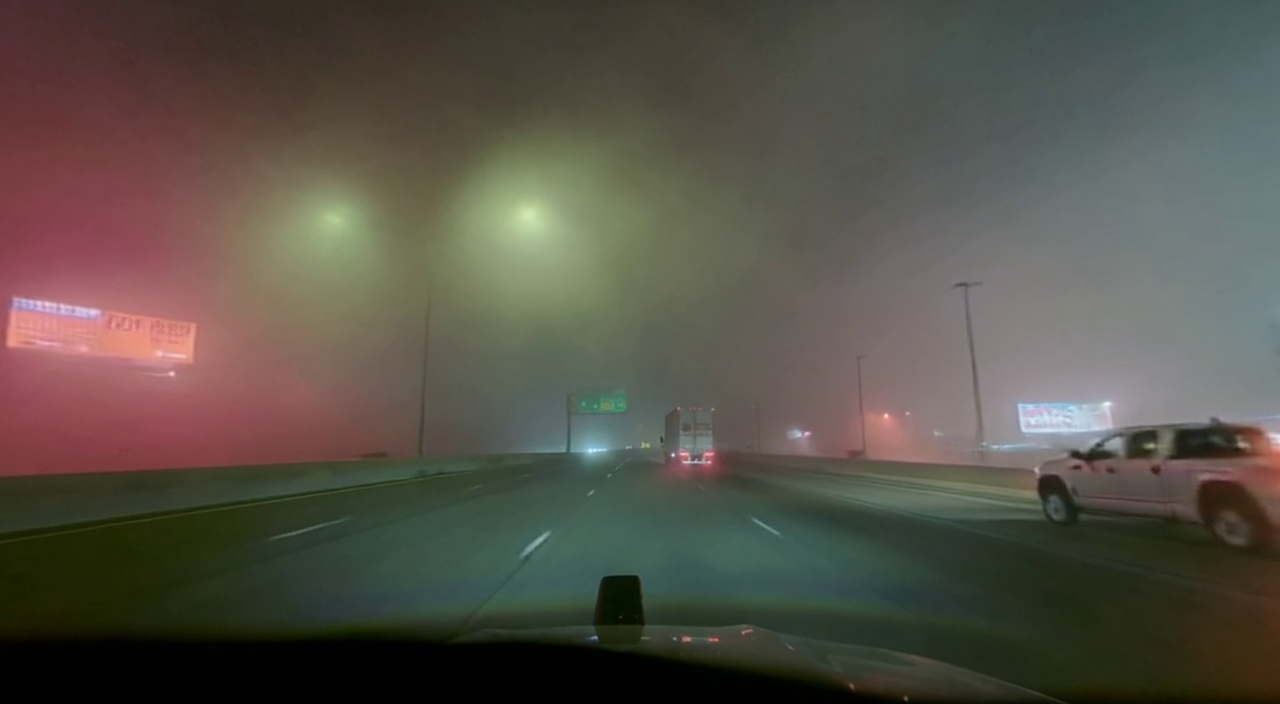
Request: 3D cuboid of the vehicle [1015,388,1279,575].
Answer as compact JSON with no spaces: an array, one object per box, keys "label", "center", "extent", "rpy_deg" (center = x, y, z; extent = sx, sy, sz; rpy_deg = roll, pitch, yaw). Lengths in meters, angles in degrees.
[{"label":"vehicle","center":[8.002,1.649,8.482],"extent":[2.544,1.947,5.288],"rpy_deg":[0,-9,-1]}]
